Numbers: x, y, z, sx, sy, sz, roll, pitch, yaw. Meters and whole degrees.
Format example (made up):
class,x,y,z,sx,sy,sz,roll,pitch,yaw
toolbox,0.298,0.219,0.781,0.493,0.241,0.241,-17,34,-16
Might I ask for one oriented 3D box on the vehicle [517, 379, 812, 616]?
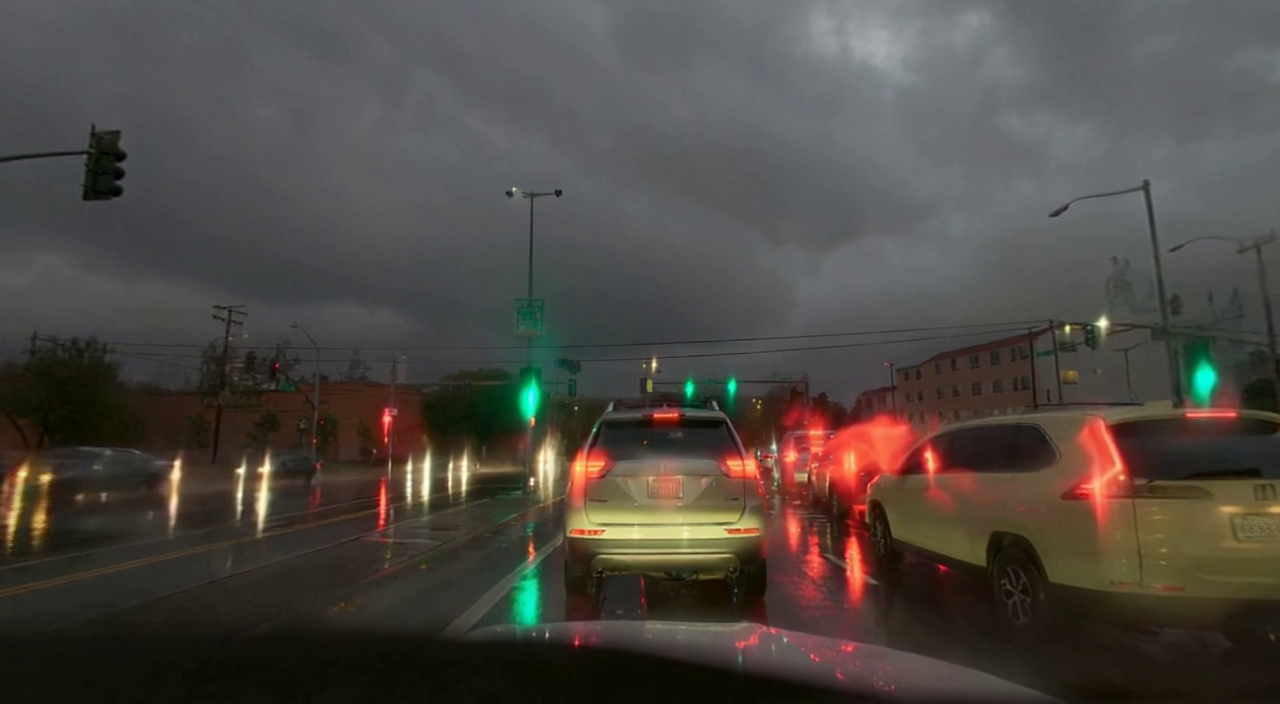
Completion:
class,x,y,z,sx,sy,sz,roll,pitch,yaw
vehicle,0.231,1.462,7.216,2.292,1.840,4.394,0,-9,1

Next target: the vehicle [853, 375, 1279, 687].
class,x,y,z,sx,sy,sz,roll,pitch,yaw
vehicle,3.598,1.293,5.664,2.018,1.701,4.288,0,-9,2

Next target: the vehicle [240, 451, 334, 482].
class,x,y,z,sx,sy,sz,roll,pitch,yaw
vehicle,-22.192,7.161,39.832,4.744,1.739,2.089,7,-11,-41

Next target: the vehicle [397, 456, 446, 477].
class,x,y,z,sx,sy,sz,roll,pitch,yaw
vehicle,-16.594,8.681,48.243,1.864,1.444,4.255,-1,-9,6

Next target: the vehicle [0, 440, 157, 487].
class,x,y,z,sx,sy,sz,roll,pitch,yaw
vehicle,-24.578,4.836,27.553,5.062,1.946,2.243,0,-9,-1
